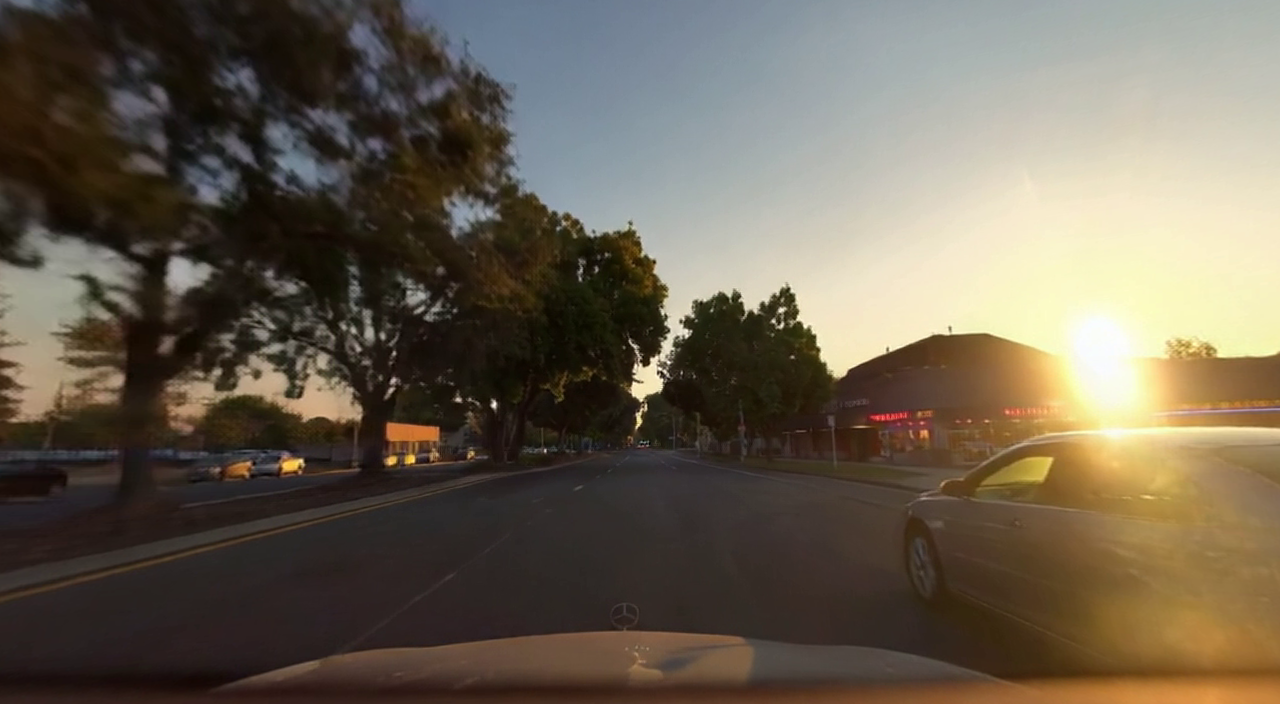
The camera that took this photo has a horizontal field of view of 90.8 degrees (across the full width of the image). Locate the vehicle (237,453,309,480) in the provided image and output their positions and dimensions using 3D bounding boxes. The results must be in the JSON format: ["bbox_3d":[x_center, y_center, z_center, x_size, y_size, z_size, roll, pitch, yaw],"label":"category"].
[{"bbox_3d":[-22.448,6.986,38.784,1.784,1.438,4.471,-1,-8,-1],"label":"vehicle"}]

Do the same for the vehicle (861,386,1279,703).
[{"bbox_3d":[3.075,1.057,3.522,2.004,1.470,4.544,-1,-8,0],"label":"vehicle"}]

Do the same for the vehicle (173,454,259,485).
[{"bbox_3d":[-22.428,6.196,33.607,1.745,1.476,4.123,-1,-8,-1],"label":"vehicle"}]
